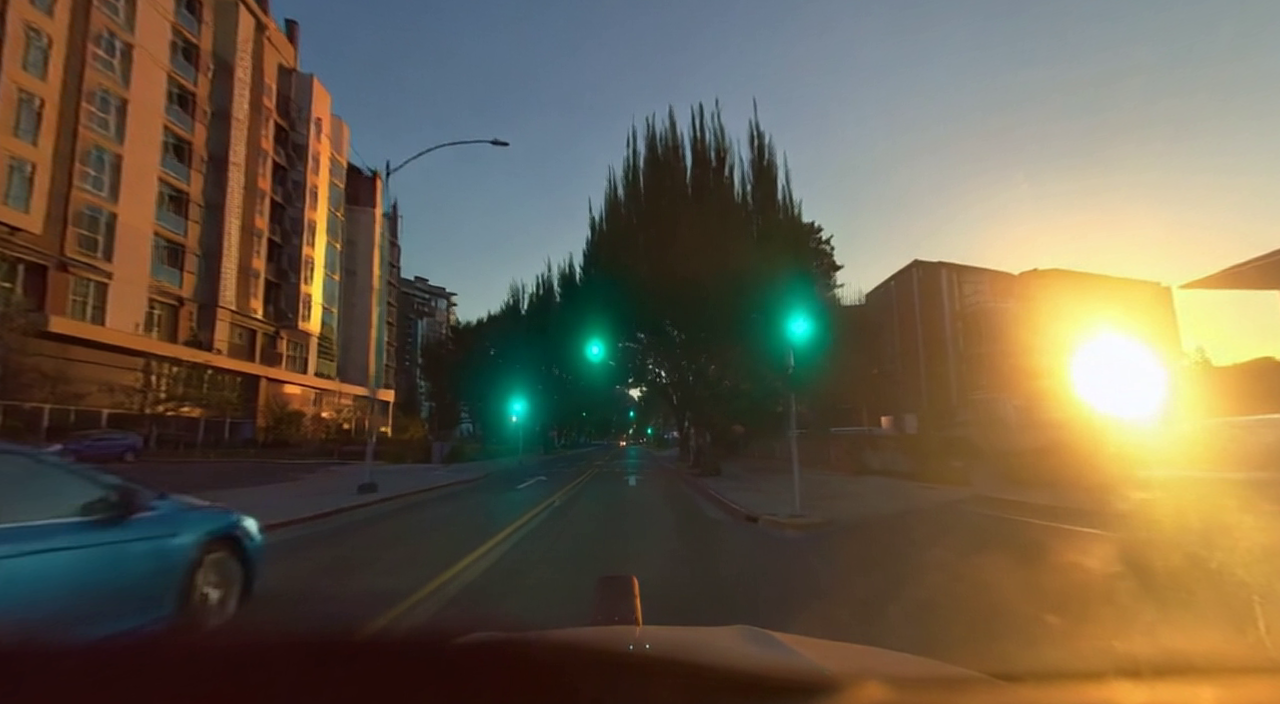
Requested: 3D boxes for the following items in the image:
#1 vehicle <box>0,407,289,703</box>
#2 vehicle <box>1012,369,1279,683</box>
[{"bbox_3d":[-3.368,0.869,1.974,1.898,1.407,4.652,0,-8,-1],"label":"vehicle"},{"bbox_3d":[4.831,0.989,4.205,4.033,1.514,1.974,3,-9,-25],"label":"vehicle"}]
